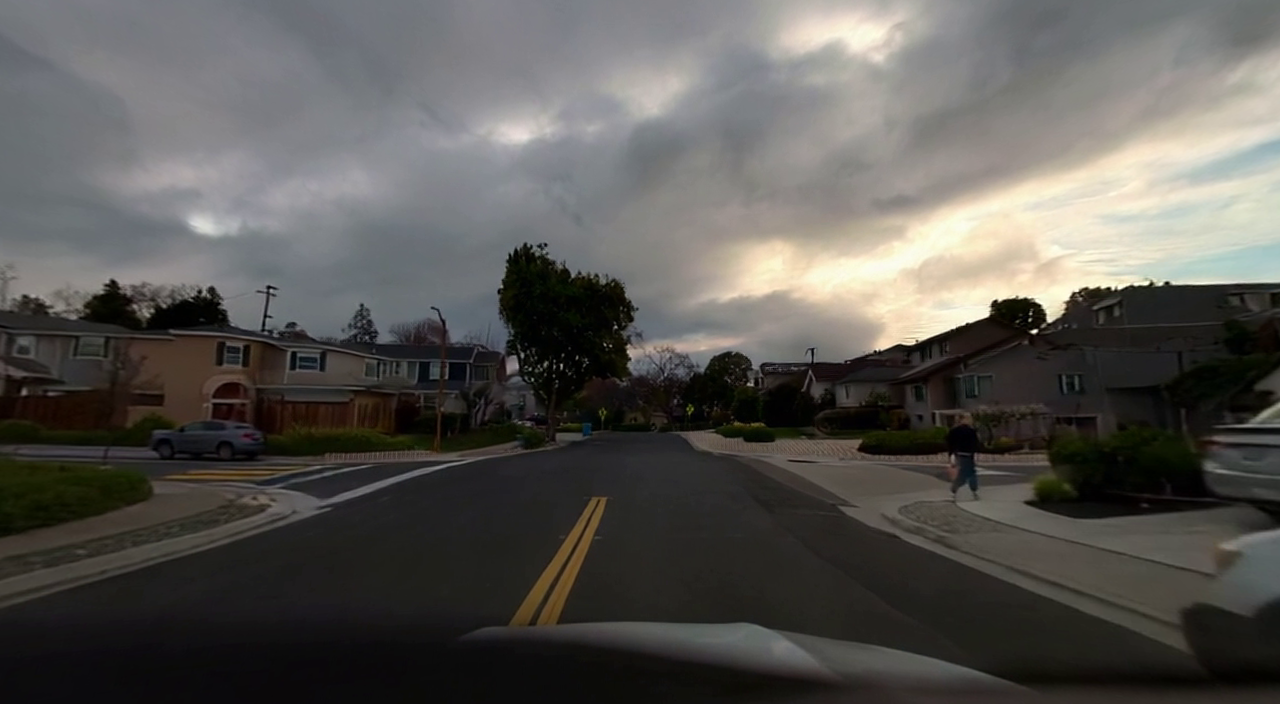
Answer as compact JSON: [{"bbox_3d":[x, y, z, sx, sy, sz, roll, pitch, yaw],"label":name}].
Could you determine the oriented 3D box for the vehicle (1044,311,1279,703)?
[{"bbox_3d":[3.026,0.521,0.319,2.074,1.646,5.457,2,-7,0],"label":"vehicle"}]

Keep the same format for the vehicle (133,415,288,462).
[{"bbox_3d":[-17.357,3.554,25.710,4.722,1.730,2.109,0,-11,2],"label":"vehicle"}]
